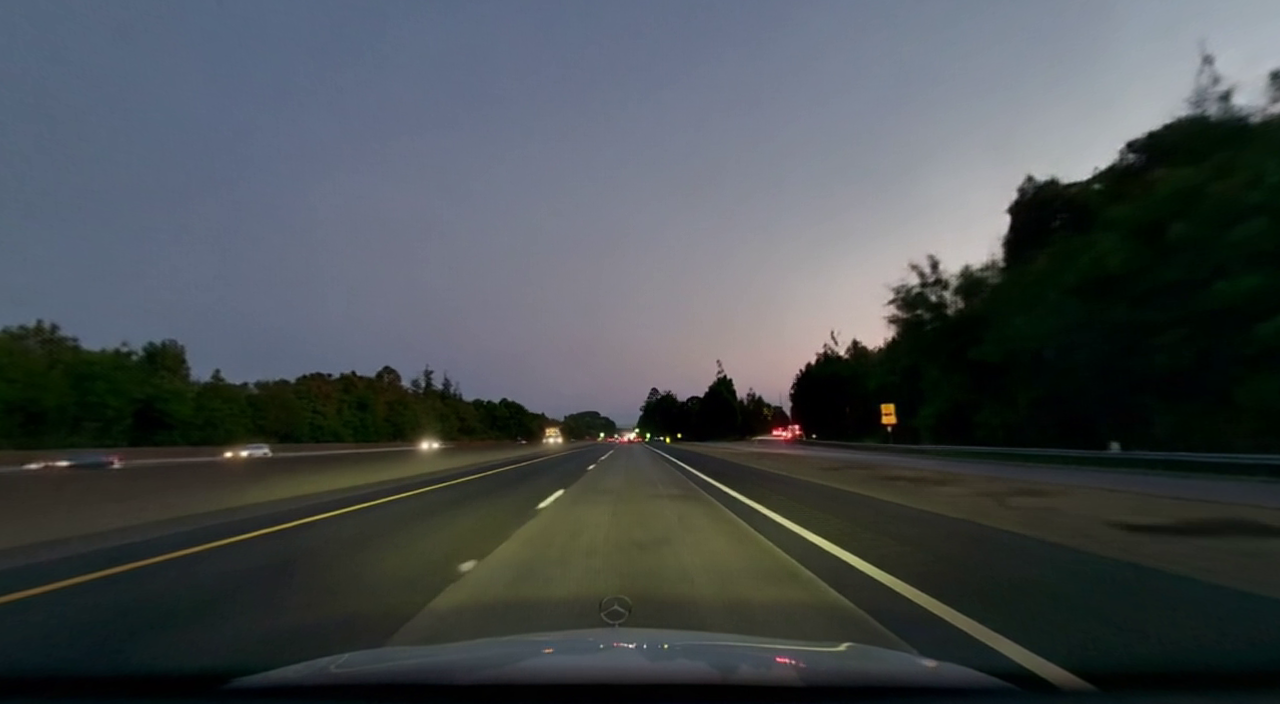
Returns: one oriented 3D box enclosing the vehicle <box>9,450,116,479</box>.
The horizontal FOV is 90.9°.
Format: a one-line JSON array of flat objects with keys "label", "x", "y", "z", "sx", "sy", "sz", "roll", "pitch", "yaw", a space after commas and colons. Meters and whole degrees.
[{"label": "vehicle", "x": -33.314, "y": 6.459, "z": 36.535, "sx": 1.835, "sy": 1.479, "sz": 4.687, "roll": 0, "pitch": -8, "yaw": -1}]
